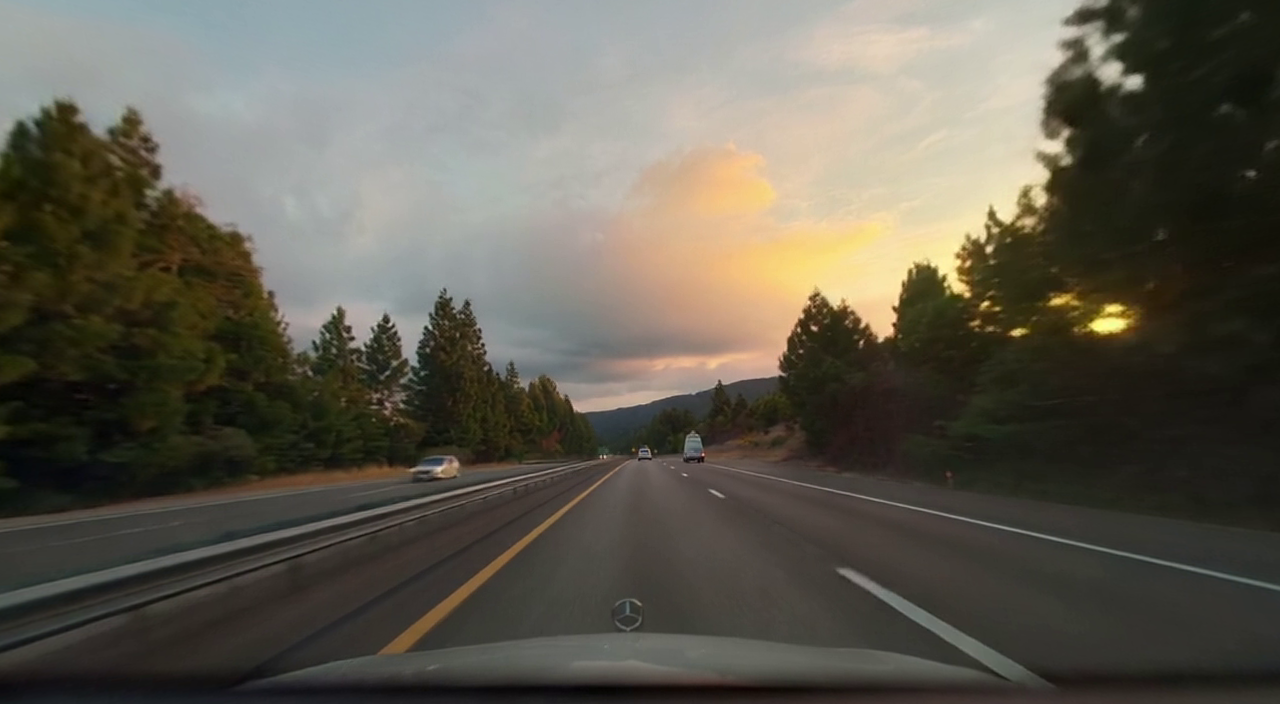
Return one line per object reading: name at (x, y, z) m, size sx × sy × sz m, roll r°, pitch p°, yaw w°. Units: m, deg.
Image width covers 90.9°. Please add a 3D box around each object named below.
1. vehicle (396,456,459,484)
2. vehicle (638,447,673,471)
vehicle at (-12.485, 6.931, 37.340) m, size 2.033 × 1.462 × 4.620 m, roll -1°, pitch -9°, yaw 1°
vehicle at (0.979, 7.124, 41.940) m, size 2.162 × 1.492 × 3.975 m, roll 0°, pitch -9°, yaw -1°
